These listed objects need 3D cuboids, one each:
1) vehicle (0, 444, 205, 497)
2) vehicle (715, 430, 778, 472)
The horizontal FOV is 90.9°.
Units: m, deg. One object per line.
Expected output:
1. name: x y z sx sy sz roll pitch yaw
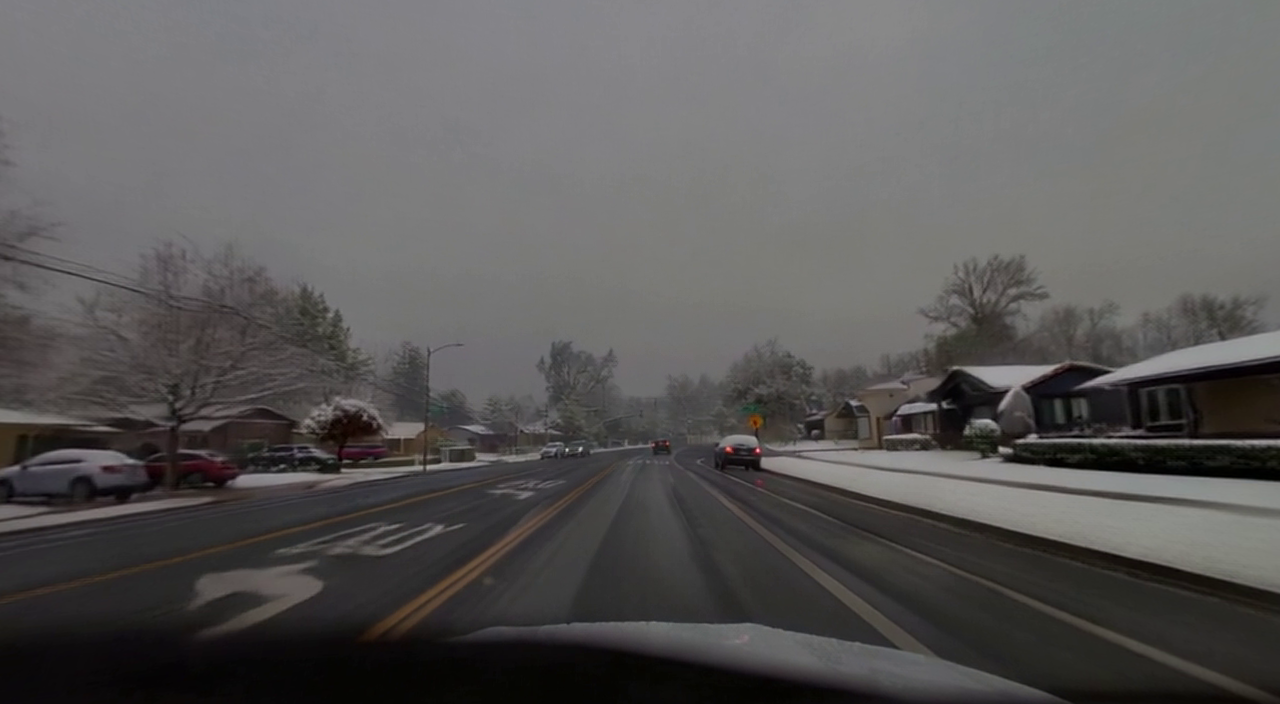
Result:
1. vehicle: -18.376 3.981 21.394 5.419 1.649 2.396 0 -8 1
2. vehicle: 5.130 4.854 31.132 2.233 1.887 5.347 0 -8 0
